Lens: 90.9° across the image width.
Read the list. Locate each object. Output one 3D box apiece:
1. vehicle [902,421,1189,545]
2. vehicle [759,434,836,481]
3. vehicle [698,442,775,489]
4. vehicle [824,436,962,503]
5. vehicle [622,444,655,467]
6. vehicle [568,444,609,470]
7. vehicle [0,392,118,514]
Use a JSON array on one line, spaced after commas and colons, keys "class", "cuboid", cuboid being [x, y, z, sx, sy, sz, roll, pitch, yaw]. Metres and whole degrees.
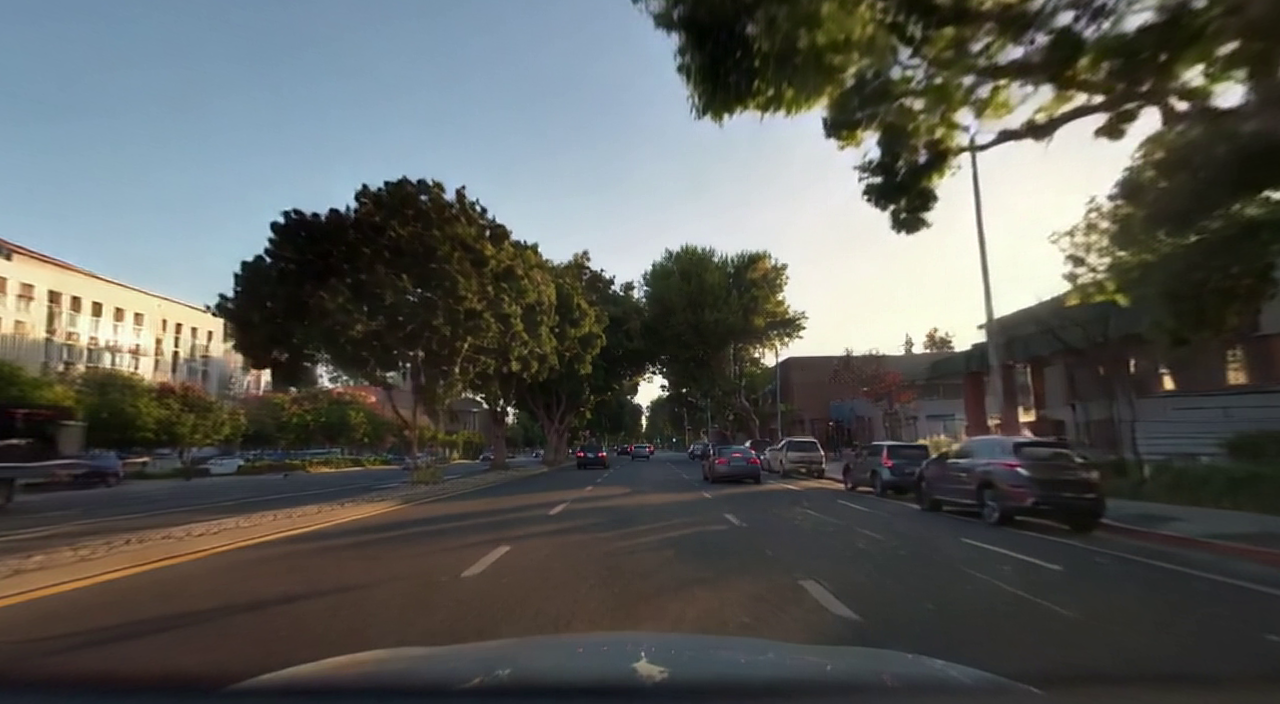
[{"class": "vehicle", "cuboid": [6.835, 2.250, 11.513, 2.023, 1.758, 4.795, 0, -9, 0]}, {"class": "vehicle", "cuboid": [6.916, 4.672, 28.215, 2.215, 1.909, 4.875, 0, -9, 1]}, {"class": "vehicle", "cuboid": [3.285, 3.953, 22.382, 1.990, 1.486, 4.431, 0, -9, 0]}, {"class": "vehicle", "cuboid": [6.914, 3.243, 17.807, 2.072, 1.631, 4.246, 0, -9, -1]}, {"class": "vehicle", "cuboid": [-0.047, 7.021, 42.763, 2.101, 1.480, 3.929, 0, -9, 1]}, {"class": "vehicle", "cuboid": [-3.049, 6.370, 38.364, 2.082, 1.467, 4.379, 0, -9, 1]}, {"class": "vehicle", "cuboid": [-19.185, 2.696, 16.742, 2.780, 3.339, 8.934, 0, -9, 1]}]
